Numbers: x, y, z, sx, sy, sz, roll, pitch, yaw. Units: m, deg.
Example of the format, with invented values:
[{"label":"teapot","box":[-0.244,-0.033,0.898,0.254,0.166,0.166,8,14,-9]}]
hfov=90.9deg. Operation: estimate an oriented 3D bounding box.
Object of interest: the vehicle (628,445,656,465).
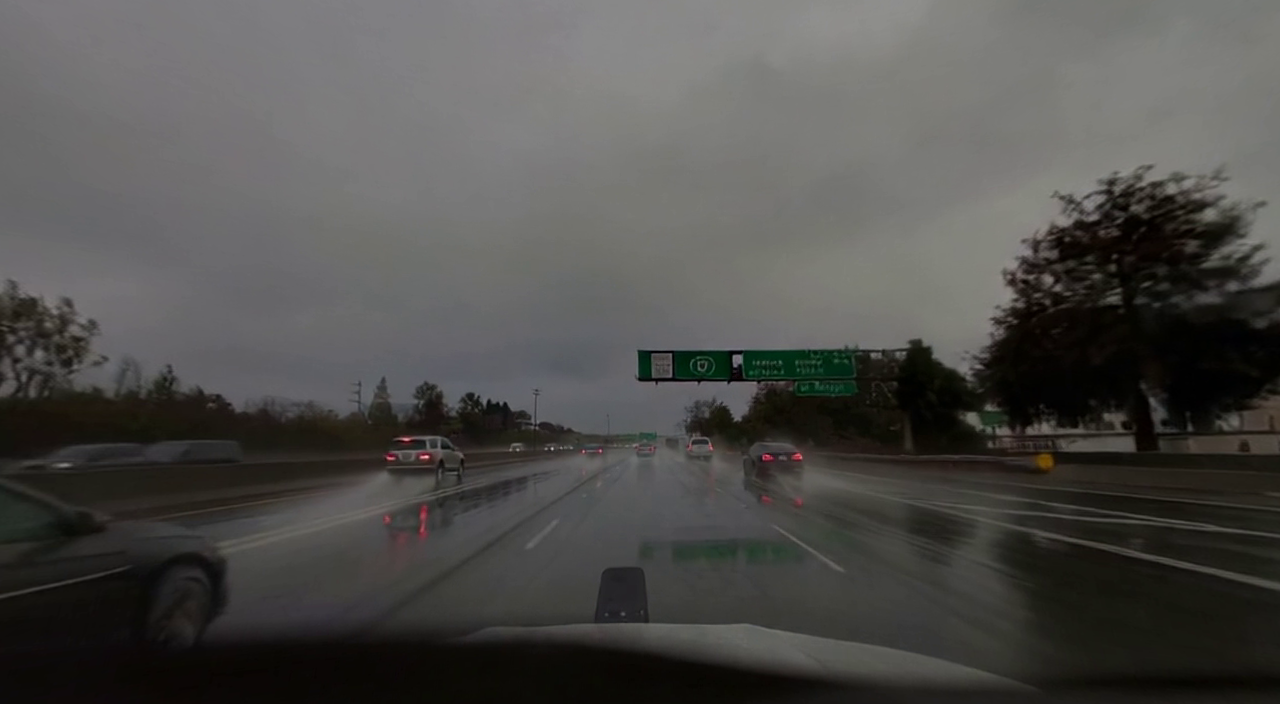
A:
[{"label":"vehicle","box":[0.197,7.914,48.484,2.050,1.452,3.917,0,-9,1]}]

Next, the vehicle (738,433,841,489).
[{"label":"vehicle","box":[4.843,3.618,21.204,2.196,1.659,4.451,0,-9,-2]}]

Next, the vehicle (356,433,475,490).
[{"label":"vehicle","box":[-7.852,3.881,22.740,2.199,1.781,5.271,-1,-8,2]}]

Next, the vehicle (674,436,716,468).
[{"label":"vehicle","box":[3.641,6.768,42.902,2.348,1.991,5.460,0,-9,0]}]

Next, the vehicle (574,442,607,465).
[{"label":"vehicle","box":[-3.817,7.975,49.753,2.118,1.750,4.875,-1,-9,2]}]

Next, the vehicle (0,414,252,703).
[{"label":"vehicle","box":[-3.710,0.898,1.862,1.952,1.489,4.871,0,-9,1]}]
